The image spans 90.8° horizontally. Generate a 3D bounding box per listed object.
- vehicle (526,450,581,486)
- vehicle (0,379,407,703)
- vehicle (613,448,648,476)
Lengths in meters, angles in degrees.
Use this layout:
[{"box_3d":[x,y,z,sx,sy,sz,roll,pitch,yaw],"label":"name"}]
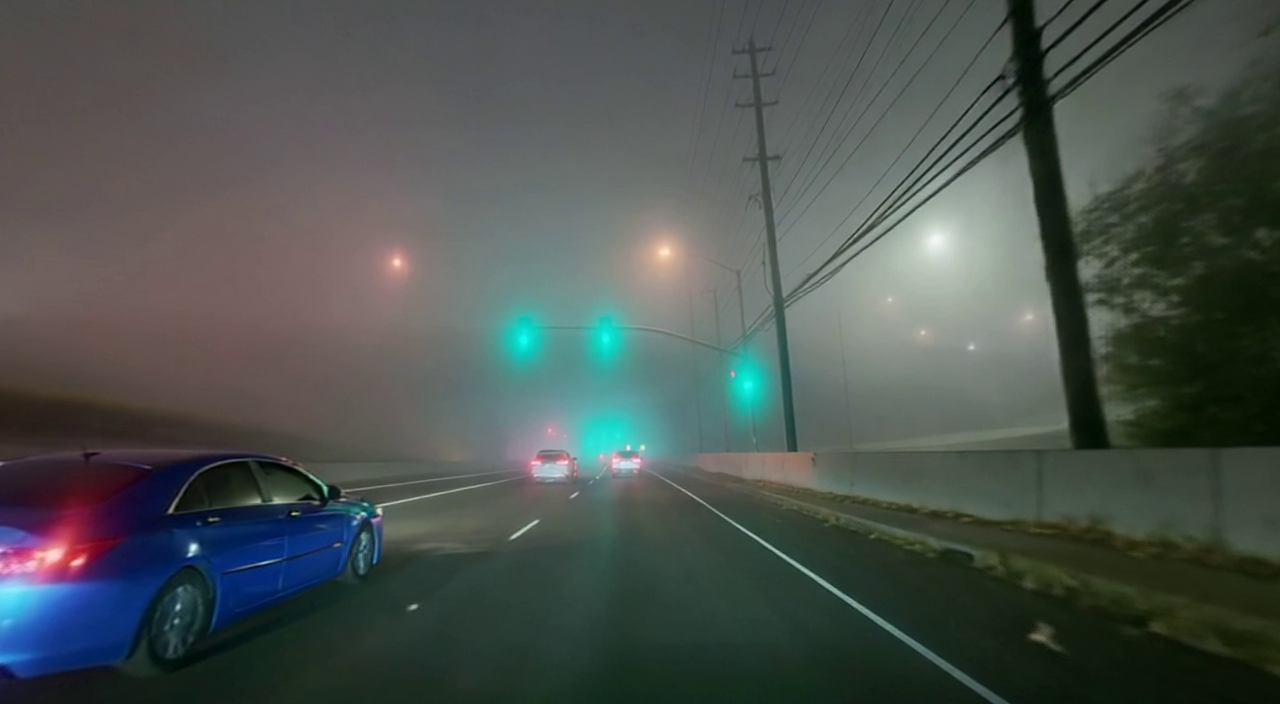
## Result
[{"box_3d":[-3.828,5.205,28.658,1.946,1.437,4.154,0,-8,0],"label":"vehicle"},{"box_3d":[-3.529,1.259,4.730,1.925,1.666,4.271,0,-8,0],"label":"vehicle"},{"box_3d":[-0.603,6.679,38.473,1.985,1.565,3.968,0,-8,-2],"label":"vehicle"}]
